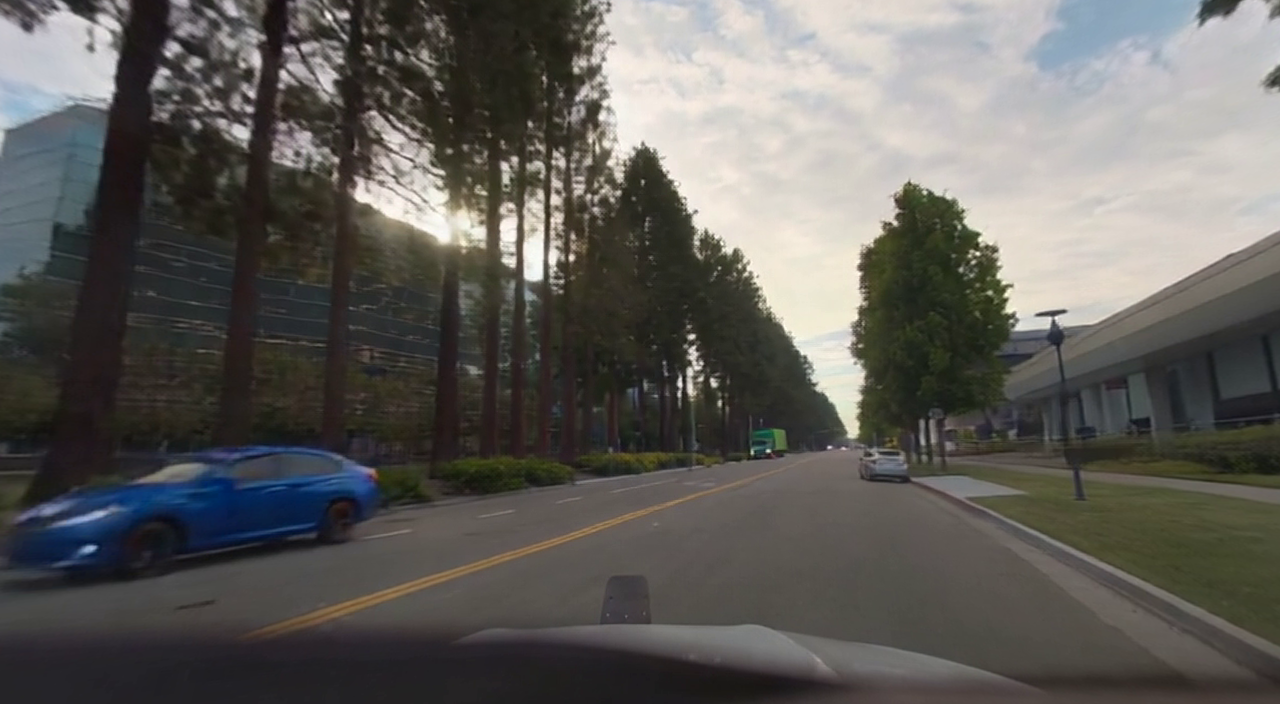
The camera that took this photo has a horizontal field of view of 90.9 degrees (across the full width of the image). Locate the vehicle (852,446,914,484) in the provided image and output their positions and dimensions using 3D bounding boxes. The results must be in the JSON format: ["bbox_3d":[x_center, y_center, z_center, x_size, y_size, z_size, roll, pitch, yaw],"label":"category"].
[{"bbox_3d":[10.557,4.902,27.665,2.098,1.509,4.389,-3,-9,16],"label":"vehicle"}]

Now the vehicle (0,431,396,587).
[{"bbox_3d":[-6.192,2.114,9.507,2.145,1.687,4.662,-3,-9,18],"label":"vehicle"}]
